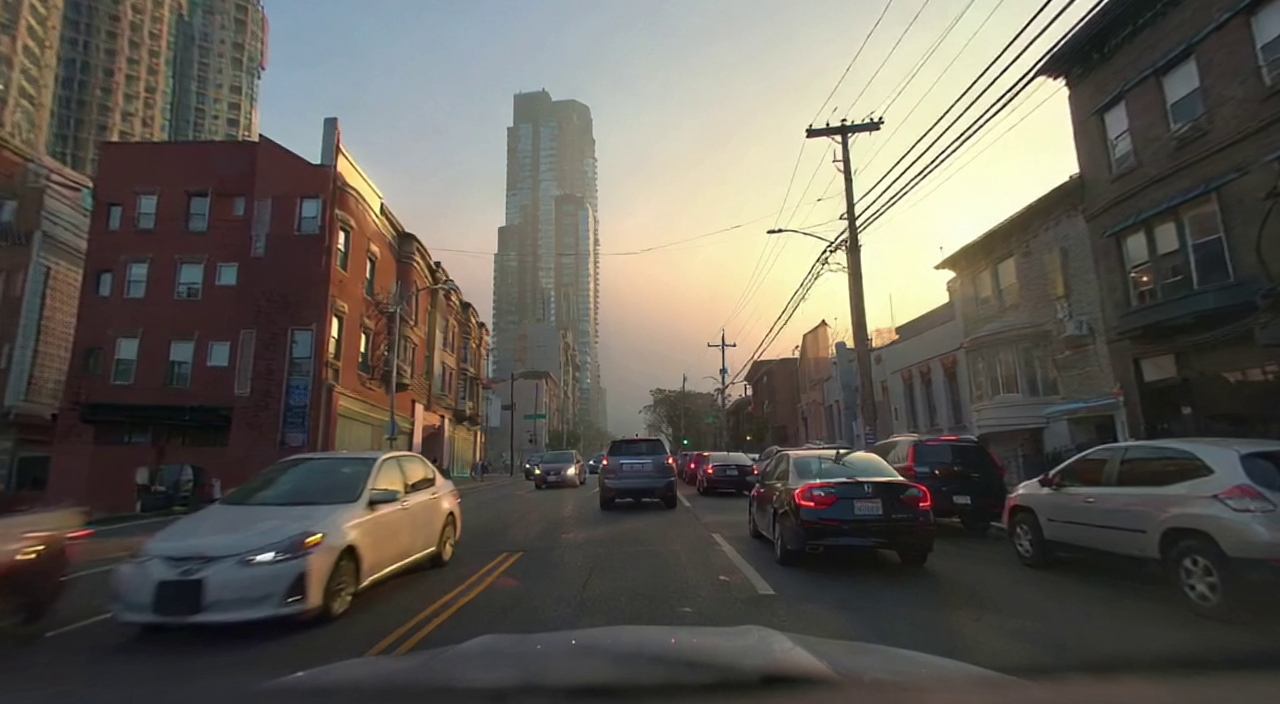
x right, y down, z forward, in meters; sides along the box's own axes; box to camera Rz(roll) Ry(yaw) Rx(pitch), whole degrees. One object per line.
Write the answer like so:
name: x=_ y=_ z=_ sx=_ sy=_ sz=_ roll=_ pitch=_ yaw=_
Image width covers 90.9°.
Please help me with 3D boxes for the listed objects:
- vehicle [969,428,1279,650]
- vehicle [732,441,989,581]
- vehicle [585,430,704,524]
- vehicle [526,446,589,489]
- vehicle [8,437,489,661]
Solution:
vehicle: x=5.530 y=1.626 z=6.391 sx=1.931 sy=1.585 sz=4.387 roll=0 pitch=-9 yaw=-1
vehicle: x=2.677 y=2.028 z=9.001 sx=2.029 sy=1.460 sz=4.451 roll=0 pitch=-8 yaw=0
vehicle: x=0.047 y=2.646 z=13.916 sx=2.232 sy=1.736 sz=4.036 roll=0 pitch=-8 yaw=-1
vehicle: x=-3.535 y=5.041 z=27.858 sx=2.112 sy=1.705 sz=4.365 roll=0 pitch=-8 yaw=1
vehicle: x=-3.207 y=1.671 z=6.553 sx=2.087 sy=1.493 sz=4.402 roll=0 pitch=-8 yaw=1
